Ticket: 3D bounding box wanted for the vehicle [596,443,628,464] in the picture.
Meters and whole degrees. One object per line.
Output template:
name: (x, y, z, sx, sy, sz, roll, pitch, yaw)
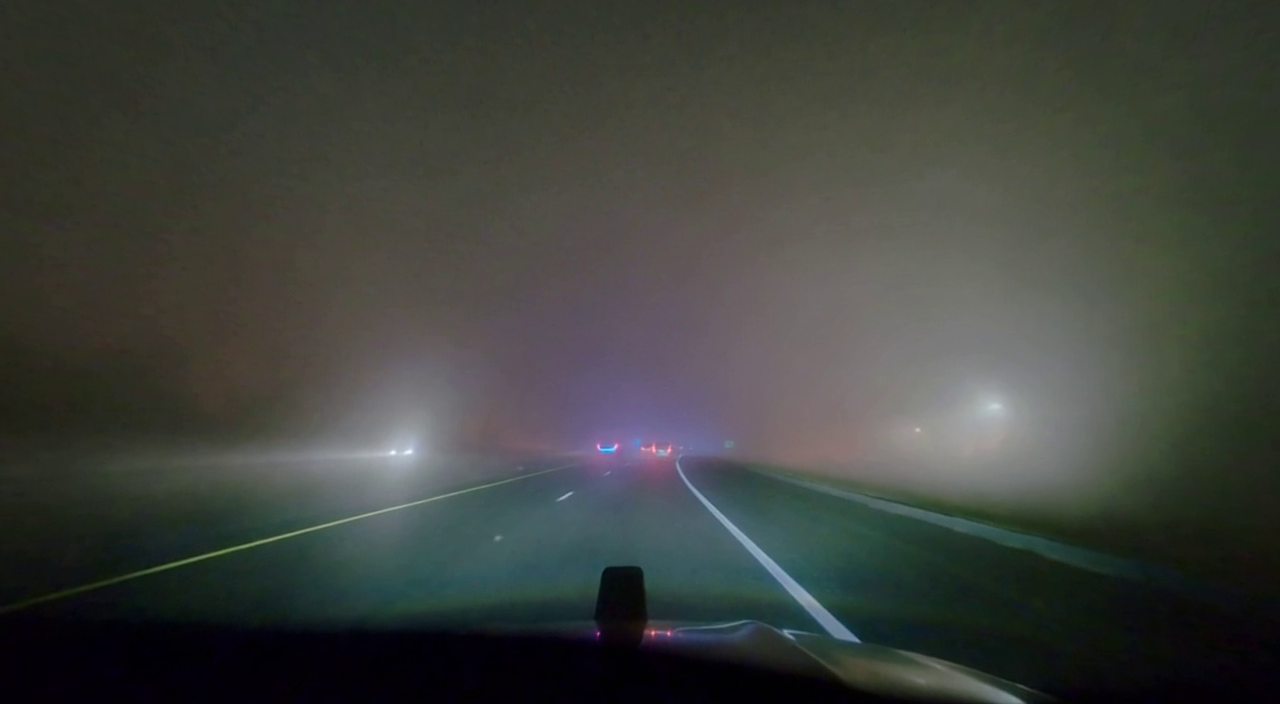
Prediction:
vehicle: (-2.136, 7.857, 48.832, 2.040, 1.553, 4.199, -1, -9, 3)
